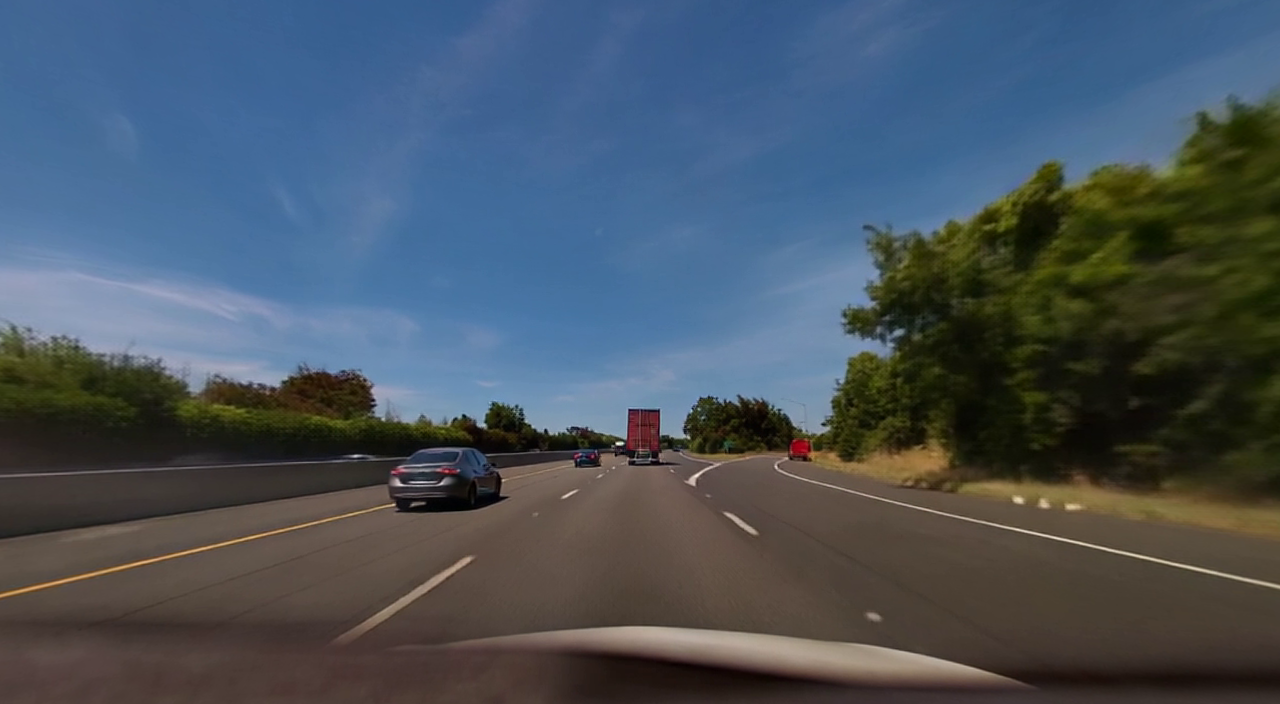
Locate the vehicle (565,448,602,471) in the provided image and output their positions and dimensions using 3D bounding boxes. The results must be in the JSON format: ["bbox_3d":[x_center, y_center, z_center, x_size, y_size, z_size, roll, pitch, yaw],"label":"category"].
[{"bbox_3d":[-3.669,7.044,41.583,1.981,1.435,4.199,0,-9,1],"label":"vehicle"}]

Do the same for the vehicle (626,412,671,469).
[{"bbox_3d":[0.599,6.406,44.978,2.893,3.628,9.081,0,-9,1],"label":"vehicle"}]

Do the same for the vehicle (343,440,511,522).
[{"bbox_3d":[-4.280,2.660,13.536,2.010,1.461,4.391,0,-9,1],"label":"vehicle"}]
